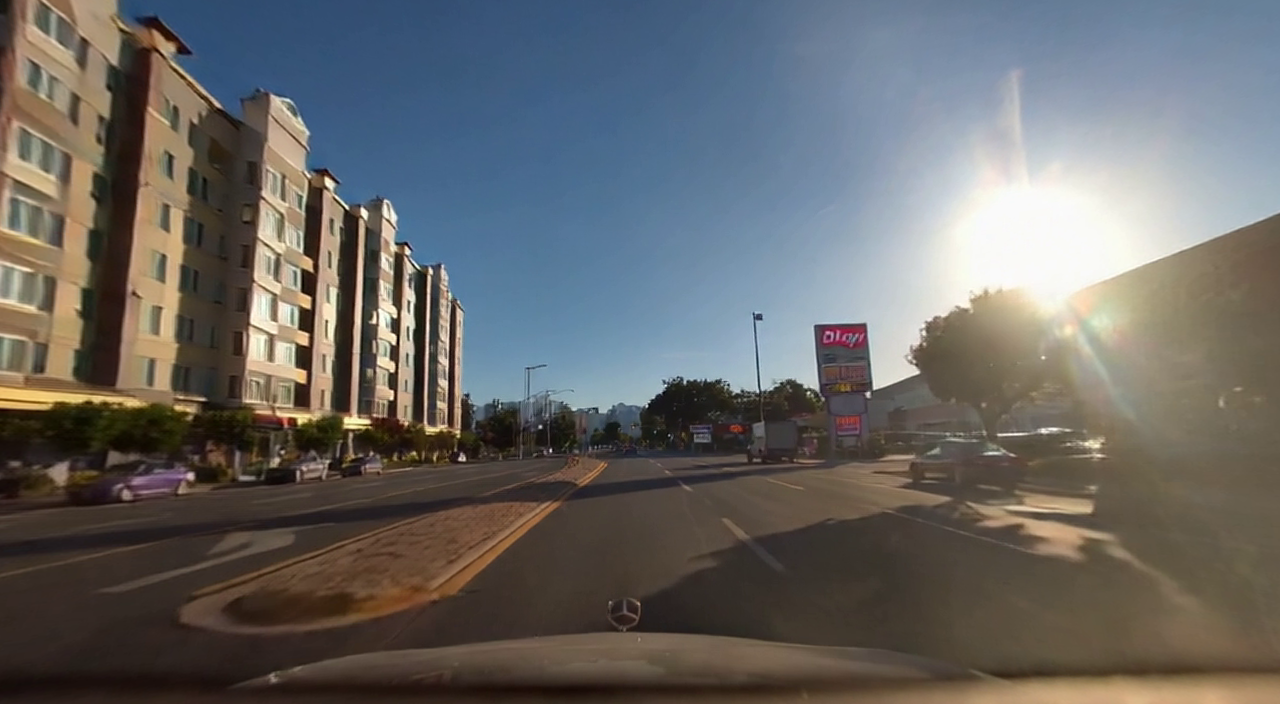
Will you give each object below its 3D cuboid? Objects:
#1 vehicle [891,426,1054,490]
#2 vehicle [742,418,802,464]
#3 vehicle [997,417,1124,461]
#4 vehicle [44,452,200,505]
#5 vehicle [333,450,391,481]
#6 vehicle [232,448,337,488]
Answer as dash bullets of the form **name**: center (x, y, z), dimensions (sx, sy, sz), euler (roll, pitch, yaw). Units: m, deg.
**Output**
- **vehicle**: center (10.048, 3.247, 19.704), dimensions (2.183, 1.698, 5.010), euler (1, -8, -2)
- **vehicle**: center (9.756, 6.707, 47.514), dimensions (2.917, 3.205, 6.985), euler (0, -8, -1)
- **vehicle**: center (19.244, 4.050, 29.304), dimensions (2.067, 1.804, 5.183), euler (0, -8, -3)
- **vehicle**: center (-19.119, 4.633, 23.659), dimensions (2.167, 1.700, 4.406), euler (0, -8, -2)
- **vehicle**: center (-19.376, 7.882, 44.284), dimensions (2.042, 1.773, 4.914), euler (-4, -8, -2)
- **vehicle**: center (-19.189, 6.239, 34.503), dimensions (2.247, 1.820, 5.907), euler (-4, -8, 2)
